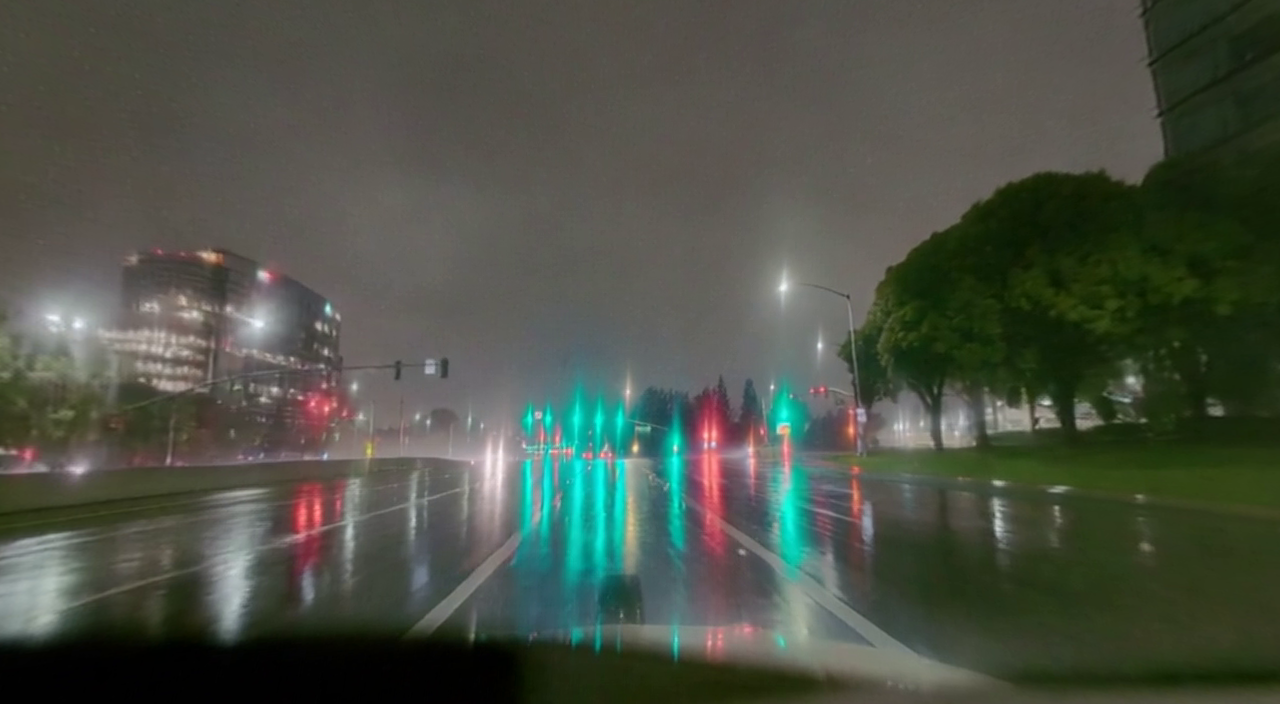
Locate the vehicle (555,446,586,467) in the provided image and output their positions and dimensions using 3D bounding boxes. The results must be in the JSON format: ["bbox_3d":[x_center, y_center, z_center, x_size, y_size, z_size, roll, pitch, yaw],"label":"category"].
[{"bbox_3d":[-5.277,7.961,48.341,2.073,1.445,4.151,0,-8,-2],"label":"vehicle"}]
